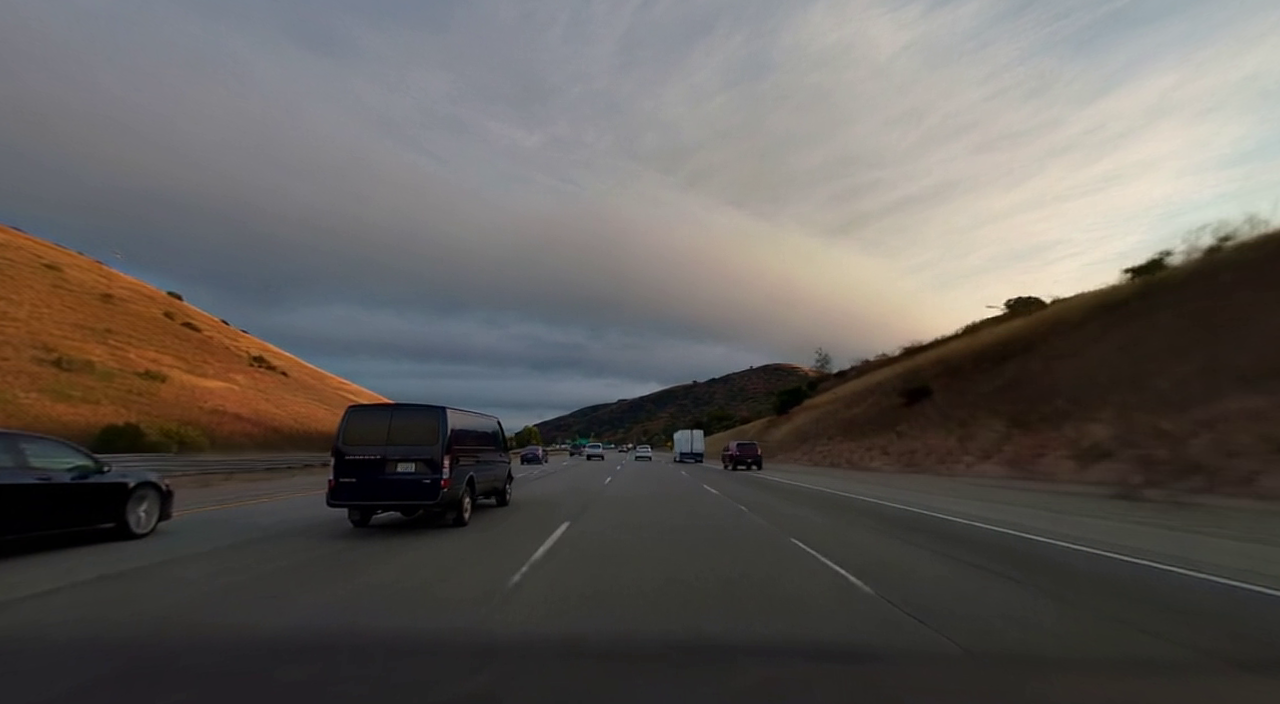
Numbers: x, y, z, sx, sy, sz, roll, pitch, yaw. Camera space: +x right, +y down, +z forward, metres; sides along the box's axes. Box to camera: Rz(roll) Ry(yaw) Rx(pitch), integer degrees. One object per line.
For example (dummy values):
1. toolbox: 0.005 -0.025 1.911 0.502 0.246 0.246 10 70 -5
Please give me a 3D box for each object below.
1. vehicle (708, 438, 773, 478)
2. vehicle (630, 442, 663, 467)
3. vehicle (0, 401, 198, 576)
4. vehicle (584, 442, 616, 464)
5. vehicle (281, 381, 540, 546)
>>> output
1. vehicle: 4.249 4.556 27.258 2.051 1.598 4.145 0 -9 -1
2. vehicle: 0.415 6.740 41.469 2.014 1.543 3.804 0 -9 0
3. vehicle: -7.390 1.392 6.493 2.054 1.715 4.928 0 -9 0
4. vehicle: -3.042 7.791 48.489 2.138 1.581 4.340 0 -9 0
5. vehicle: -3.543 1.937 11.415 2.421 2.203 5.775 0 -9 1
